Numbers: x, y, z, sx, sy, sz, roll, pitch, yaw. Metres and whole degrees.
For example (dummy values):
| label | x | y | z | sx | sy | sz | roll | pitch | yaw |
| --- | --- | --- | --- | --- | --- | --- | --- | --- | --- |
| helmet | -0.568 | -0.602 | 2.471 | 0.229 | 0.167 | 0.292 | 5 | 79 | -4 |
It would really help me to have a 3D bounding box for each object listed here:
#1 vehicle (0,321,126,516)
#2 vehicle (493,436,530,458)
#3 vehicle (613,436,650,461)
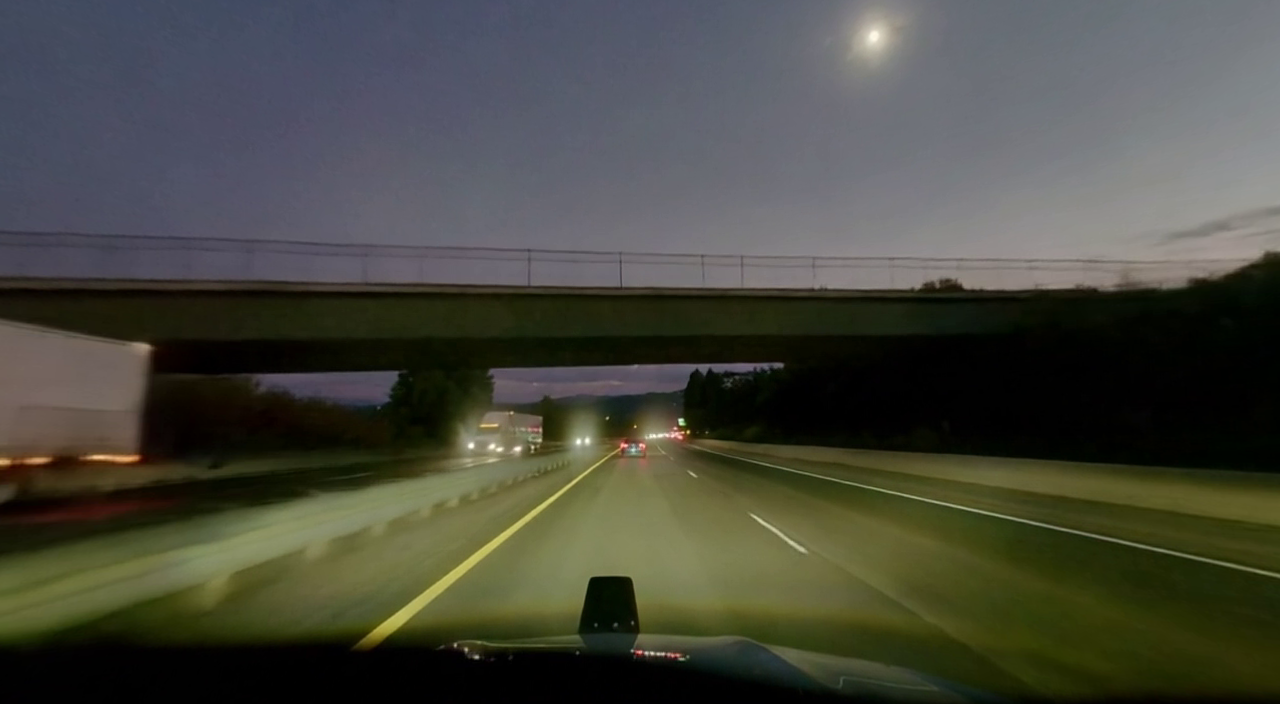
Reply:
| label | x | y | z | sx | sy | sz | roll | pitch | yaw |
| --- | --- | --- | --- | --- | --- | --- | --- | --- | --- |
| vehicle | -13.968 | 0.921 | 9.424 | 2.764 | 3.825 | 11.730 | 0 | -7 | -1 |
| vehicle | -8.733 | 6.470 | 43.020 | 1.790 | 1.375 | 3.778 | 0 | -7 | -1 |
| vehicle | -0.521 | 5.568 | 36.675 | 1.996 | 1.325 | 4.029 | 0 | -7 | -1 |
